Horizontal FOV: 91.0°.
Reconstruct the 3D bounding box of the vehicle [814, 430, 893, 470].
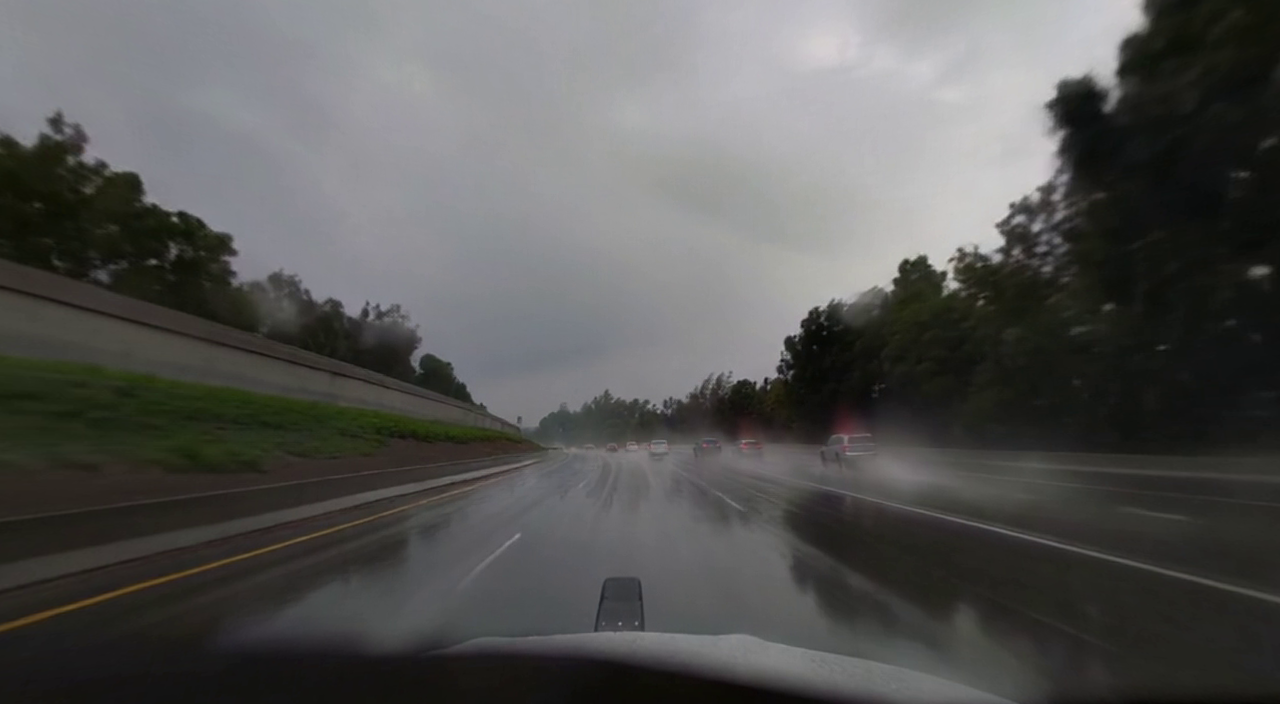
[{"bbox_3d":[10.183,4.746,30.419,2.077,1.763,4.472,0,-9,-3],"label":"vehicle"}]
